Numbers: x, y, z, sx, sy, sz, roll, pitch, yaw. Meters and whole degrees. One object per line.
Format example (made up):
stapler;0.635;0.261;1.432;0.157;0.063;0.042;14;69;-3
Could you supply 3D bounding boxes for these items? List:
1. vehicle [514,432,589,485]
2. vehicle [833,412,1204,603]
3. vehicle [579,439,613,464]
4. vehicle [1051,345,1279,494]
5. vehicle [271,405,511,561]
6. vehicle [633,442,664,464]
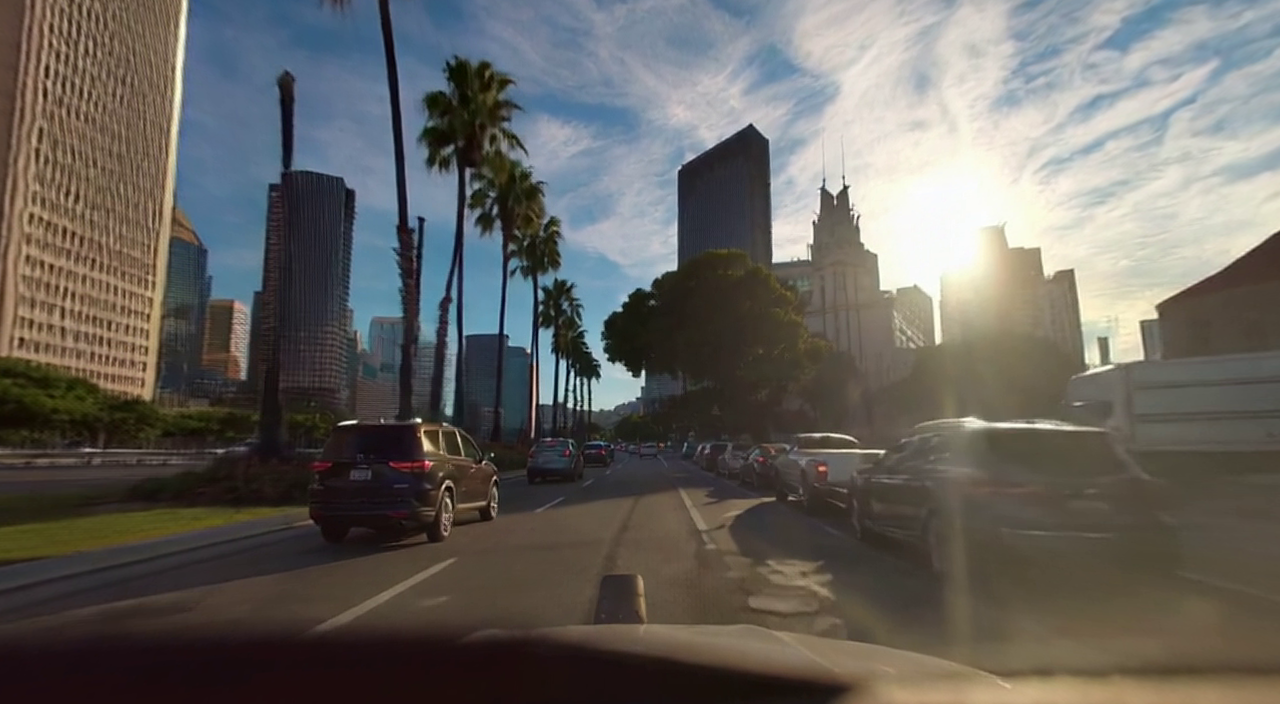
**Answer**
vehicle;-3.121;3.850;23.135;2.014;1.740;4.392;0;-8;1
vehicle;4.237;1.784;8.285;1.965;1.735;4.835;0;-8;2
vehicle;-2.960;6.811;43.303;1.955;1.637;4.243;0;-8;1
vehicle;16.430;1.629;15.253;10.428;3.452;2.869;-6;-10;36
vehicle;-3.338;1.833;9.500;1.800;1.797;4.224;0;-8;1
vehicle;0.564;7.069;44.218;2.036;1.461;3.890;0;-8;-1
